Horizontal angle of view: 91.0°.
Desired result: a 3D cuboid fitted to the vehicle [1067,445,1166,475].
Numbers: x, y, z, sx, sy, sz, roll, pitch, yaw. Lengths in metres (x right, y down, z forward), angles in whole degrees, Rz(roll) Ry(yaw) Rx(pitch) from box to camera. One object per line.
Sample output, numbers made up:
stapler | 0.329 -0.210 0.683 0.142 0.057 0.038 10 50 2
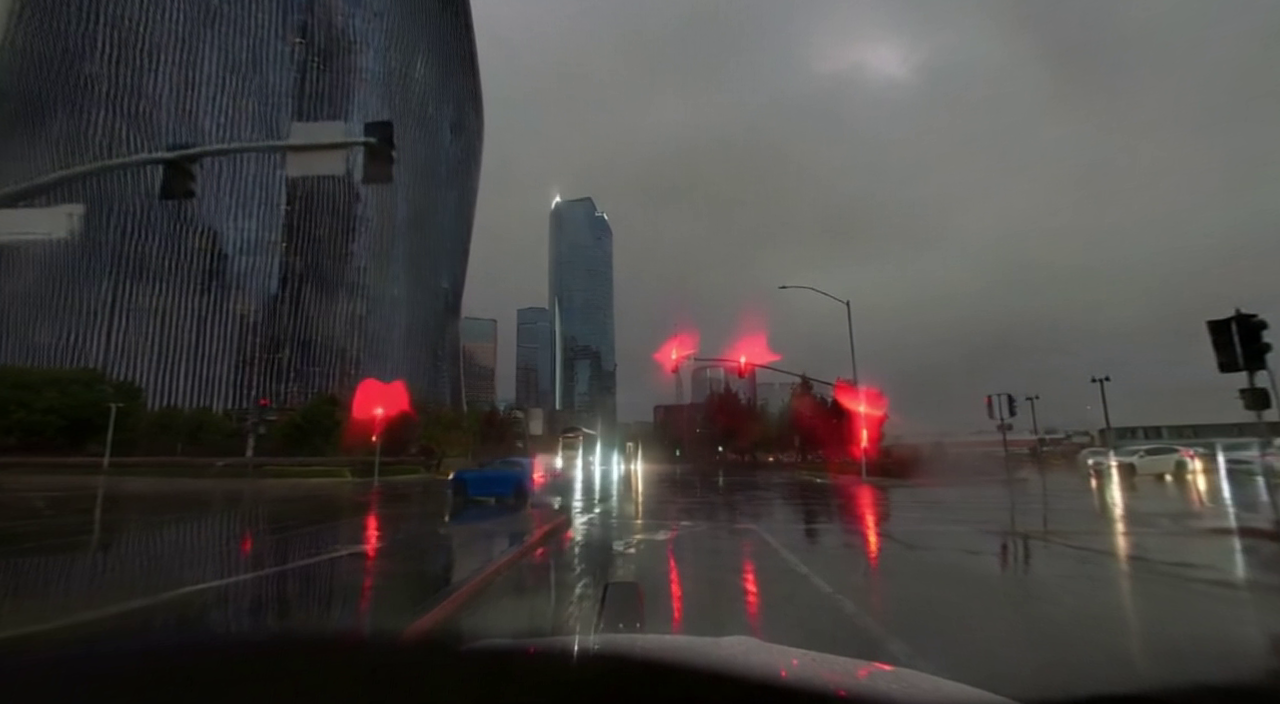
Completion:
vehicle | 25.307 5.743 33.692 2.021 1.484 4.454 0 -9 4

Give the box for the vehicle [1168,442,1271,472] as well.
vehicle | 30.174 5.486 32.961 1.946 1.467 3.670 0 -9 3

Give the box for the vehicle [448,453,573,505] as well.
vehicle | -4.423 4.190 21.234 4.197 1.525 2.014 -8 -12 42
